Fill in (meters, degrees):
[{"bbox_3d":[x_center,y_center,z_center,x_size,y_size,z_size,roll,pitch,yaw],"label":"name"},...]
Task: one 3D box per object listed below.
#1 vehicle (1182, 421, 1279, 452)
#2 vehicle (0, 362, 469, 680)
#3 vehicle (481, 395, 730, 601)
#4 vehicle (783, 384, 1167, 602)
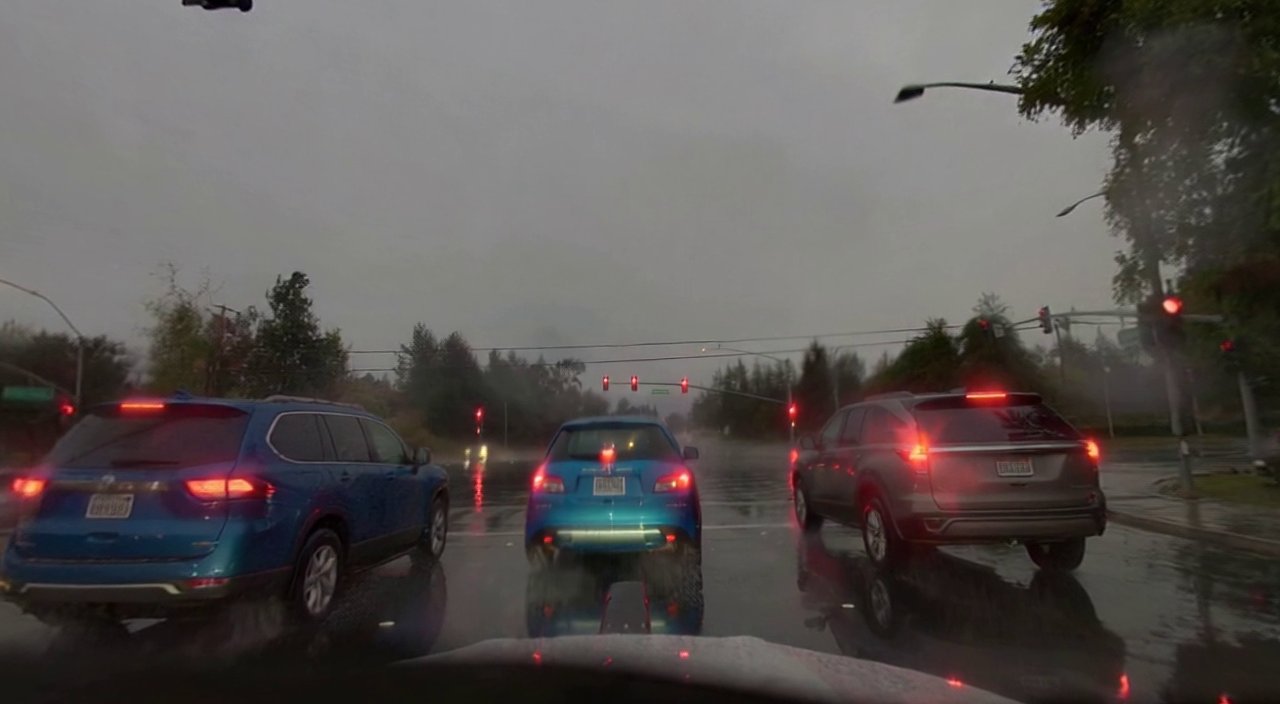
[{"bbox_3d":[32.818,4.659,34.761,4.175,1.634,1.877,1,-8,-5],"label":"vehicle"},{"bbox_3d":[-3.271,1.281,5.890,2.047,1.810,4.414,0,-8,1],"label":"vehicle"},{"bbox_3d":[-0.231,1.510,7.317,2.067,1.702,3.987,0,-8,2],"label":"vehicle"},{"bbox_3d":[3.270,1.488,7.518,2.083,1.779,4.532,0,-8,0],"label":"vehicle"}]
